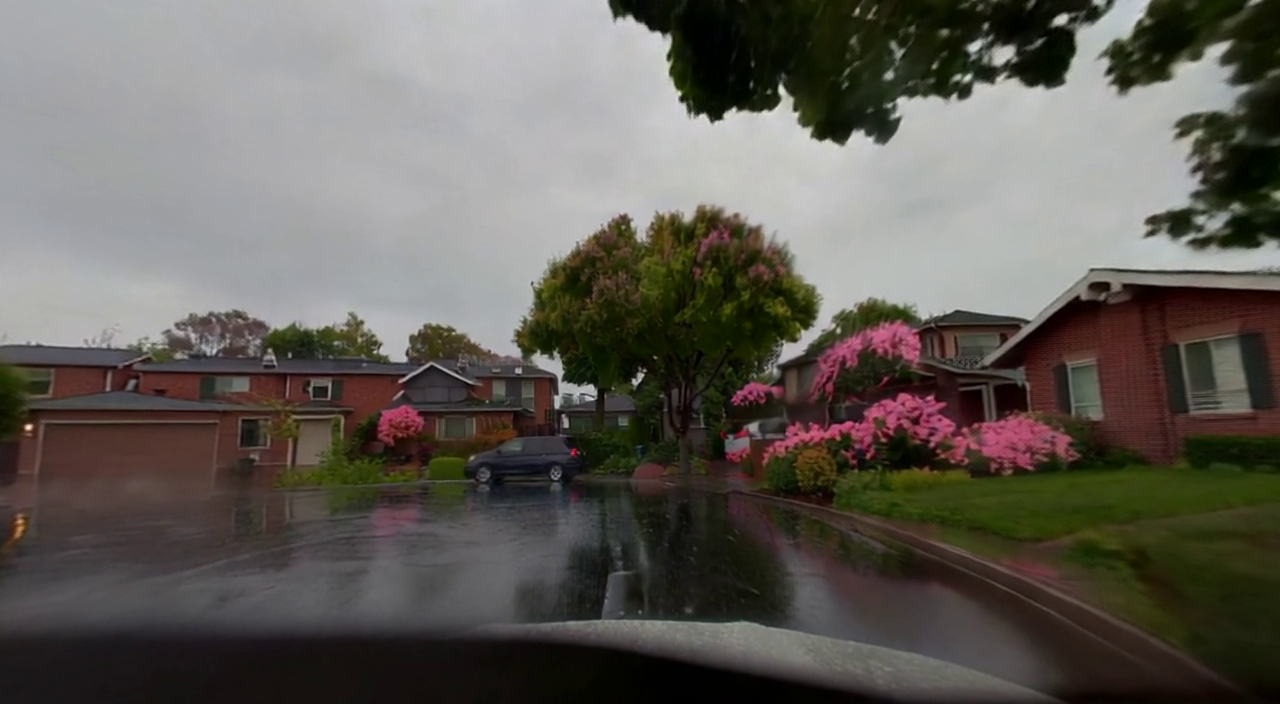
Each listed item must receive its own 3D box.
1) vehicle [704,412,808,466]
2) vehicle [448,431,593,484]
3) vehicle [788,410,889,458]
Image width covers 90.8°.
[{"bbox_3d":[4.975,3.619,26.744,2.310,1.701,4.280,-8,-4,42],"label":"vehicle"},{"bbox_3d":[-4.371,3.916,23.557,4.815,1.827,2.147,-2,-9,10],"label":"vehicle"},{"bbox_3d":[8.300,3.463,26.222,2.152,1.773,4.495,-8,-12,43],"label":"vehicle"}]
